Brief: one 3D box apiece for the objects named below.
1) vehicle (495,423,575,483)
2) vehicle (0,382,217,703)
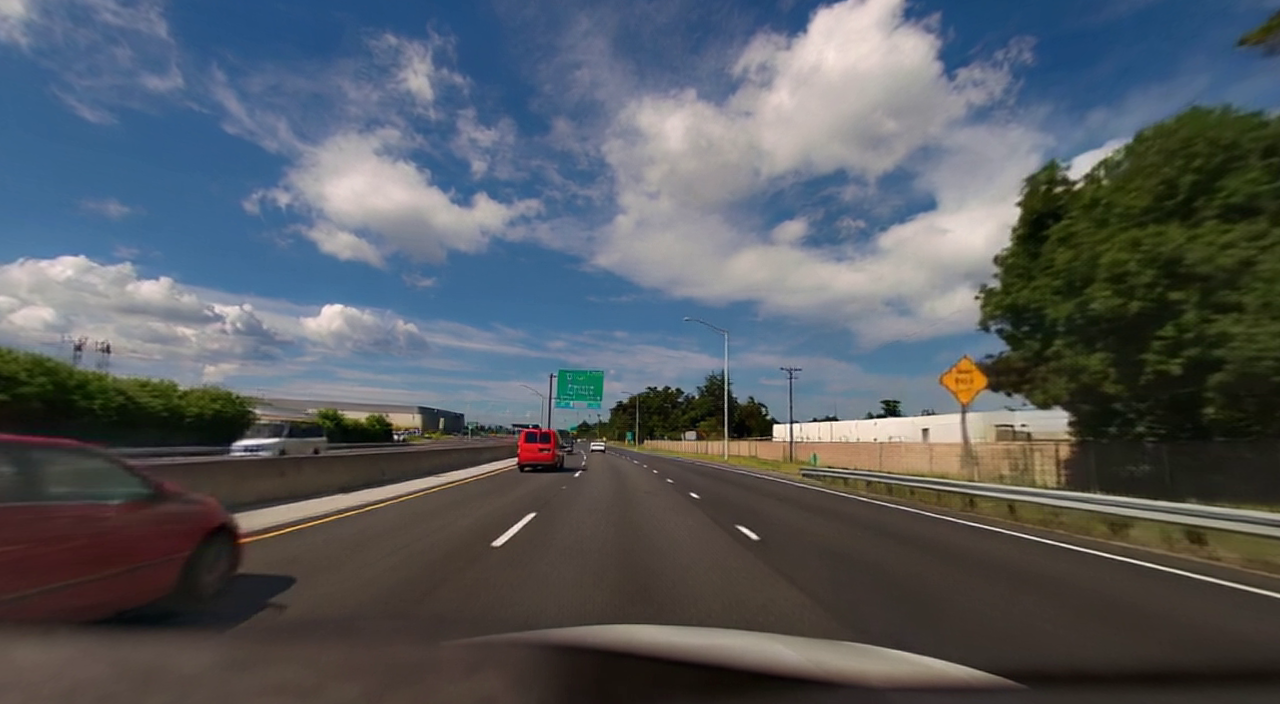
[{"bbox_3d":[-3.669,3.636,22.940,2.260,1.901,4.665,0,-8,-2],"label":"vehicle"},{"bbox_3d":[-3.988,0.844,2.317,2.045,1.547,4.162,0,-8,-2],"label":"vehicle"}]
